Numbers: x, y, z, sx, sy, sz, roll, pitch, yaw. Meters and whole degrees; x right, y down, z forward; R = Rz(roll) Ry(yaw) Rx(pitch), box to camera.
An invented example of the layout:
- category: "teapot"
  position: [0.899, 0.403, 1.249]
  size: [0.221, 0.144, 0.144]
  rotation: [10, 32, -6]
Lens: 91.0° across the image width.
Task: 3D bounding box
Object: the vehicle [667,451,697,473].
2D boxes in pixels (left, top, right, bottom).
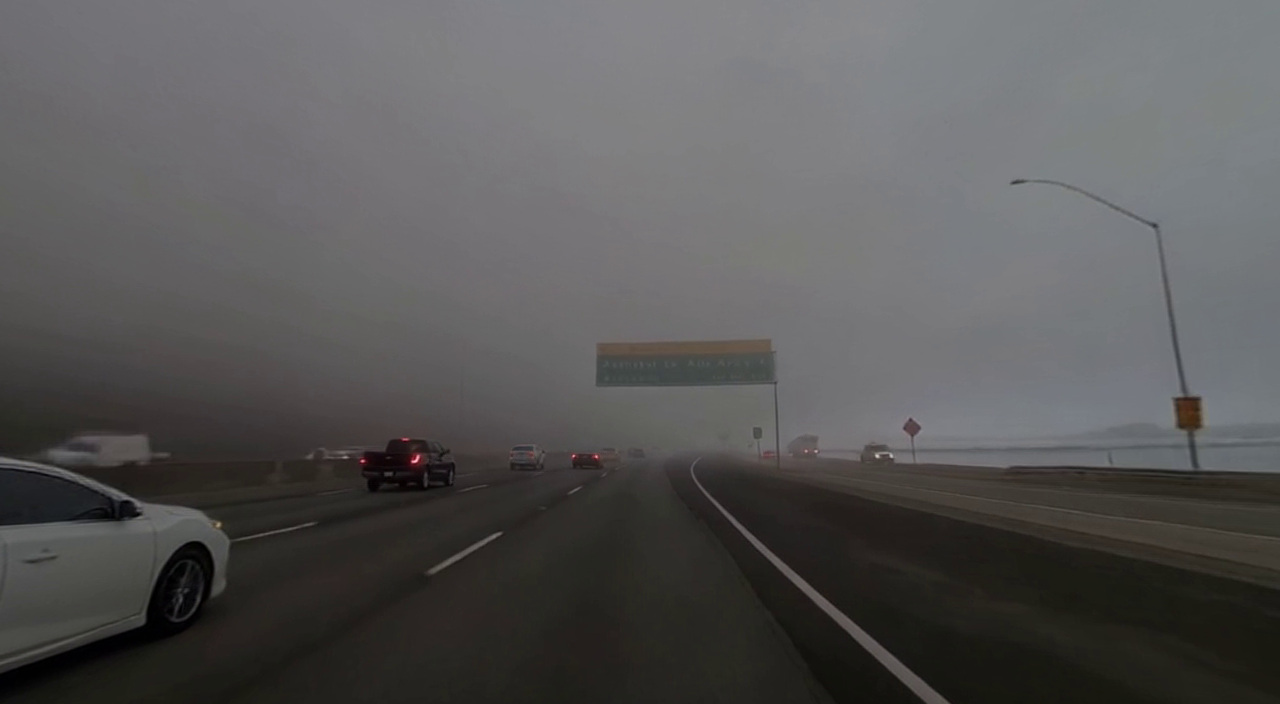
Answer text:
- category: "vehicle"
  position: [3.114, 8.225, 47.350]
  size: [2.153, 1.510, 4.646]
  rotation: [0, -9, 3]

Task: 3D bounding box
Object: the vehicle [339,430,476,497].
- category: "vehicle"
  position: [-7.433, 3.630, 20.974]
  size: [2.250, 1.870, 5.647]
  rotation: [0, -9, 2]

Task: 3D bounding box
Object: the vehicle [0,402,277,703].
- category: "vehicle"
  position: [-4.086, 1.001, 2.923]
  size: [2.027, 1.547, 4.511]
  rotation: [0, -9, 1]

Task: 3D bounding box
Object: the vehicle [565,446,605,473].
- category: "vehicle"
  position: [-3.602, 7.133, 42.040]
  size: [2.132, 1.708, 4.571]
  rotation: [0, -9, 1]
